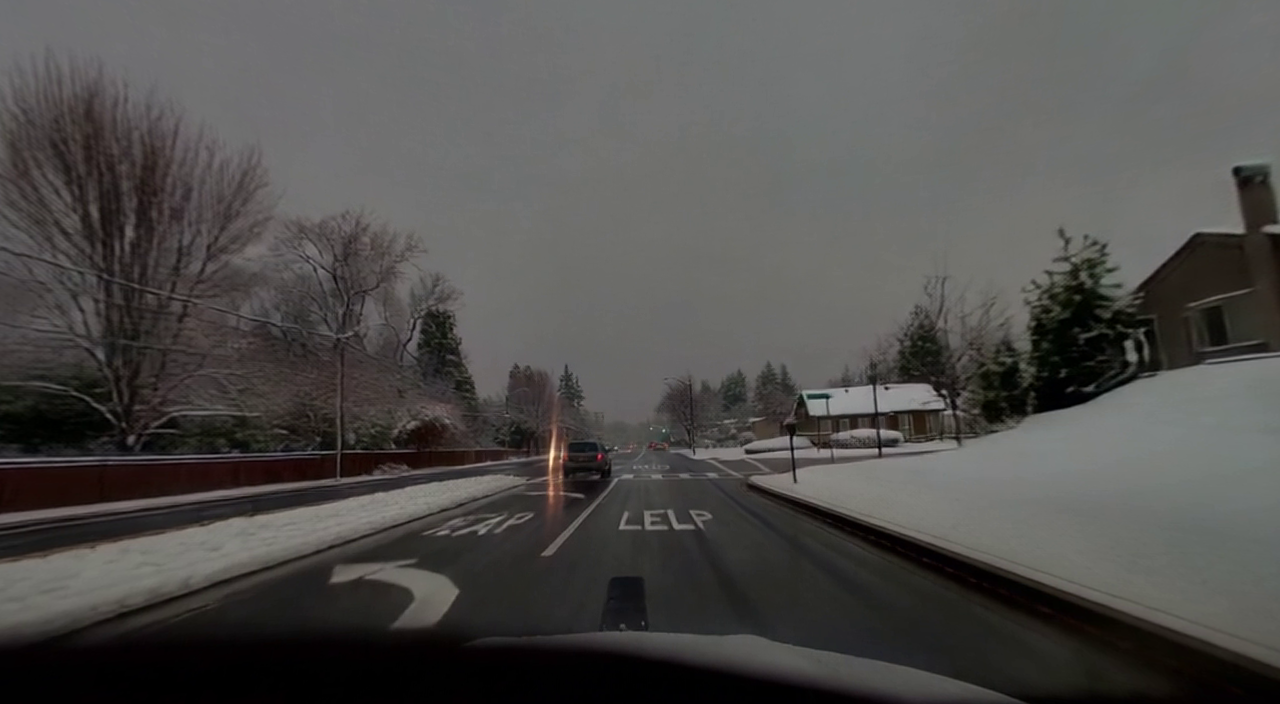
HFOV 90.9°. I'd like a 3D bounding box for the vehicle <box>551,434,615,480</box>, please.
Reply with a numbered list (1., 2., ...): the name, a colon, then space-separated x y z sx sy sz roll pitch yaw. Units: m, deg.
1. vehicle: -2.312 4.405 26.703 2.190 1.766 4.394 0 -8 2
